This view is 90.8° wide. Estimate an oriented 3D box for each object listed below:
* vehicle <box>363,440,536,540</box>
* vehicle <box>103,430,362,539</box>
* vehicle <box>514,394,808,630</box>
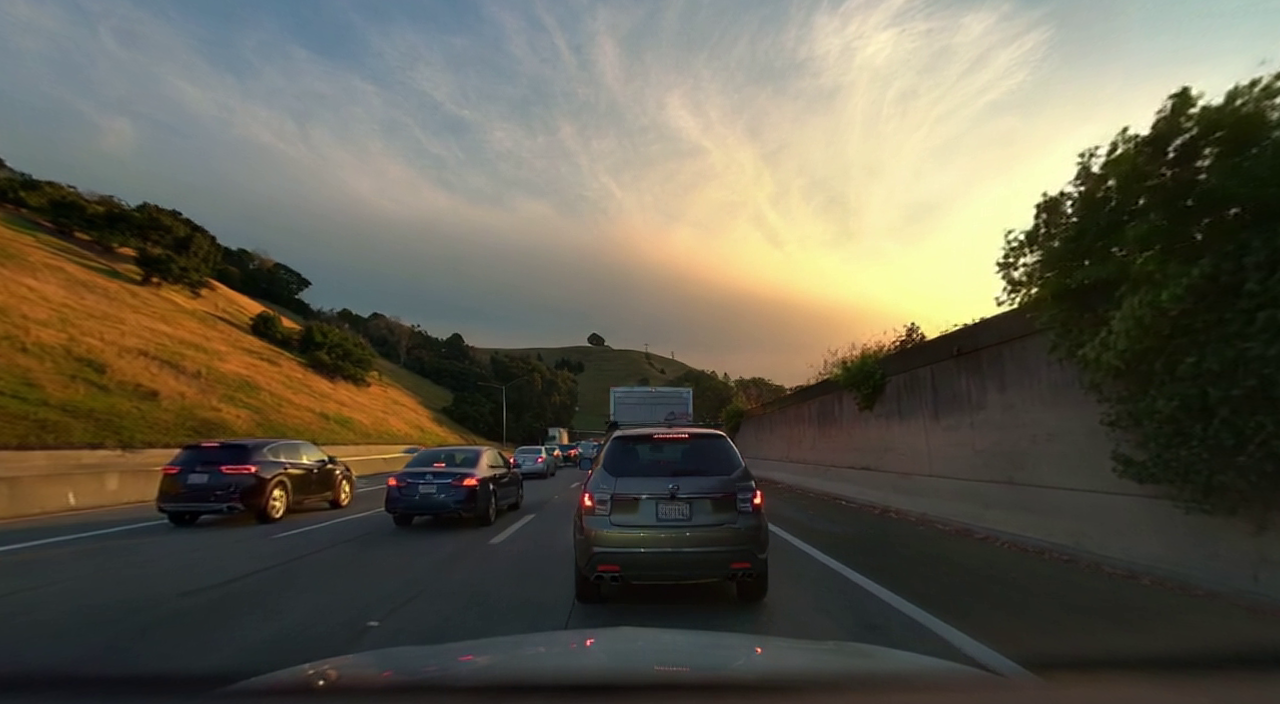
[{"bbox_3d":[-3.234,2.418,11.653,1.917,1.506,3.949,0,-9,1],"label":"vehicle"},{"bbox_3d":[-7.490,2.459,12.349,1.986,1.700,4.558,0,-9,0],"label":"vehicle"},{"bbox_3d":[0.115,1.609,7.483,2.210,1.760,5.303,0,-9,-1],"label":"vehicle"}]
